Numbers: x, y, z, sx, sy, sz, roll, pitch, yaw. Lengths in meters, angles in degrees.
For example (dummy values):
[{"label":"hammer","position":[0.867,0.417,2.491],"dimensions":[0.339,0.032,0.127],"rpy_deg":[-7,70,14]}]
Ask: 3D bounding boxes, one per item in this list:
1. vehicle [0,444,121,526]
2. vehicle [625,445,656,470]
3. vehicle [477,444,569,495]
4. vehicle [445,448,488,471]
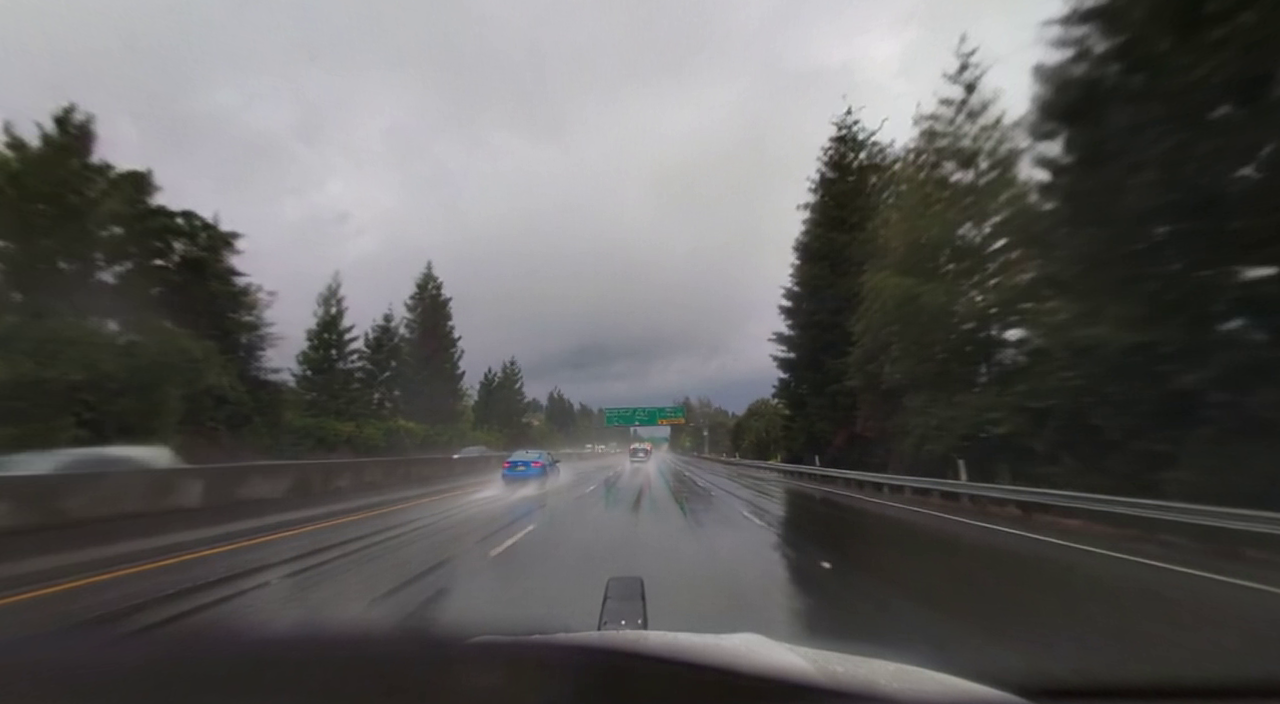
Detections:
[{"label":"vehicle","position":[-13.443,2.673,12.824],"dimensions":[1.904,1.580,4.453],"rpy_deg":[0,-9,0]},{"label":"vehicle","position":[0.029,7.123,42.752],"dimensions":[2.011,1.590,3.607],"rpy_deg":[0,-9,0]},{"label":"vehicle","position":[-3.776,3.884,21.275],"dimensions":[2.157,1.483,4.601],"rpy_deg":[0,-9,1]},{"label":"vehicle","position":[-12.986,8.053,47.472],"dimensions":[1.927,1.601,4.480],"rpy_deg":[0,-9,1]}]
